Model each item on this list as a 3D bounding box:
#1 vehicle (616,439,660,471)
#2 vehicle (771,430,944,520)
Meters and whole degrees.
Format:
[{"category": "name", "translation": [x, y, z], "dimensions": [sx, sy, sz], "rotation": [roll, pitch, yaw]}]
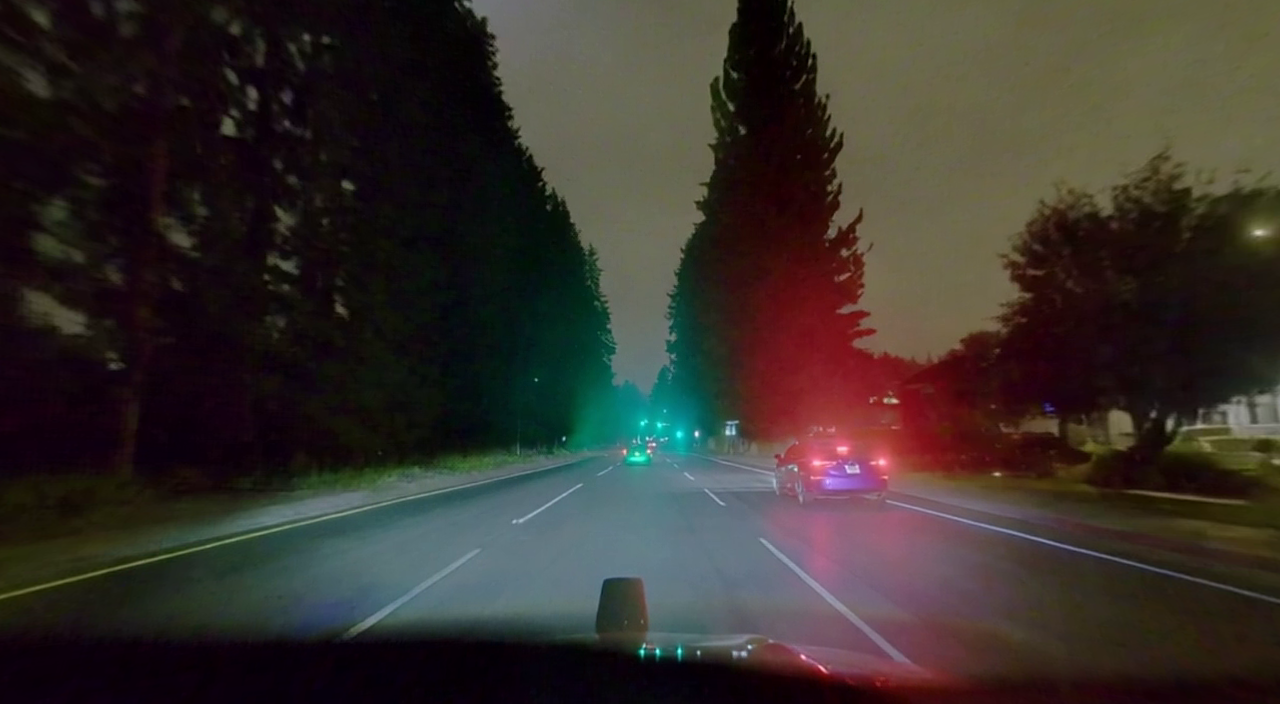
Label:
[{"category": "vehicle", "translation": [-0.047, 5.555, 34.453], "dimensions": [2.206, 1.525, 4.695], "rotation": [-1, -7, 1]}, {"category": "vehicle", "translation": [4.172, 2.388, 13.004], "dimensions": [1.943, 1.471, 4.515], "rotation": [-1, -7, 0]}]
